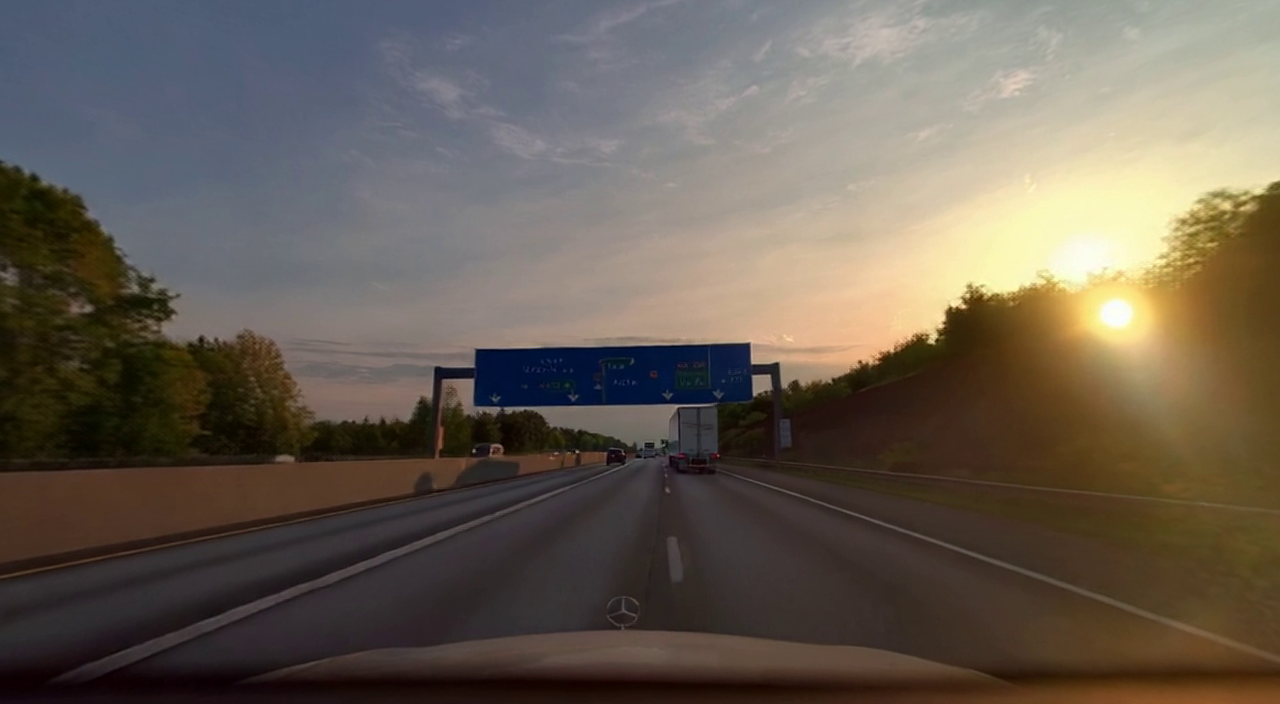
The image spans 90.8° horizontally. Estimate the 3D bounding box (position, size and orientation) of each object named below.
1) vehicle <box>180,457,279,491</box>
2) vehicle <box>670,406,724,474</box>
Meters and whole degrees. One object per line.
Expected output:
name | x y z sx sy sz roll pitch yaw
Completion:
vehicle | -19.650 5.817 30.424 1.802 1.455 4.193 0 -9 2
vehicle | 3.720 6.359 44.651 2.901 4.032 14.338 0 -9 2
